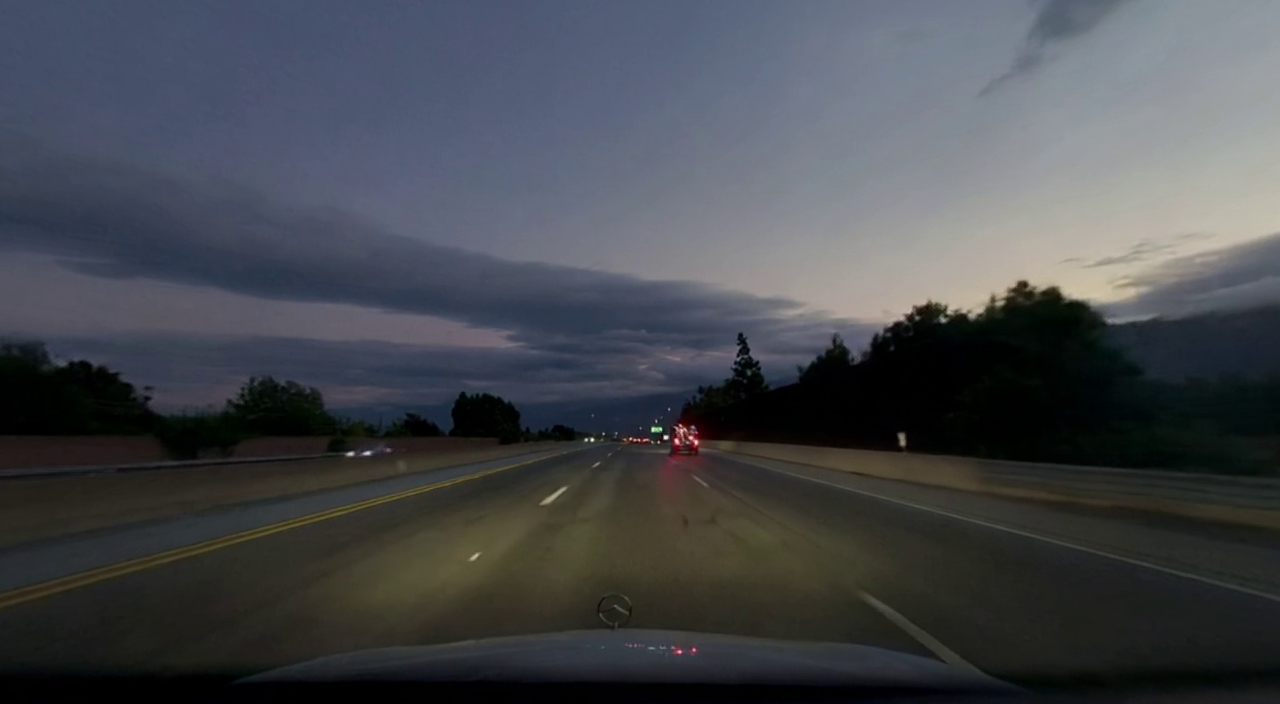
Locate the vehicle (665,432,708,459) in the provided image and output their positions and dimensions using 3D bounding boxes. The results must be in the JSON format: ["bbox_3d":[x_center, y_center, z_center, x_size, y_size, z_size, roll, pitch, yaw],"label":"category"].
[{"bbox_3d":[2.557,5.203,35.273,1.911,1.449,3.776,0,-7,-3],"label":"vehicle"}]
